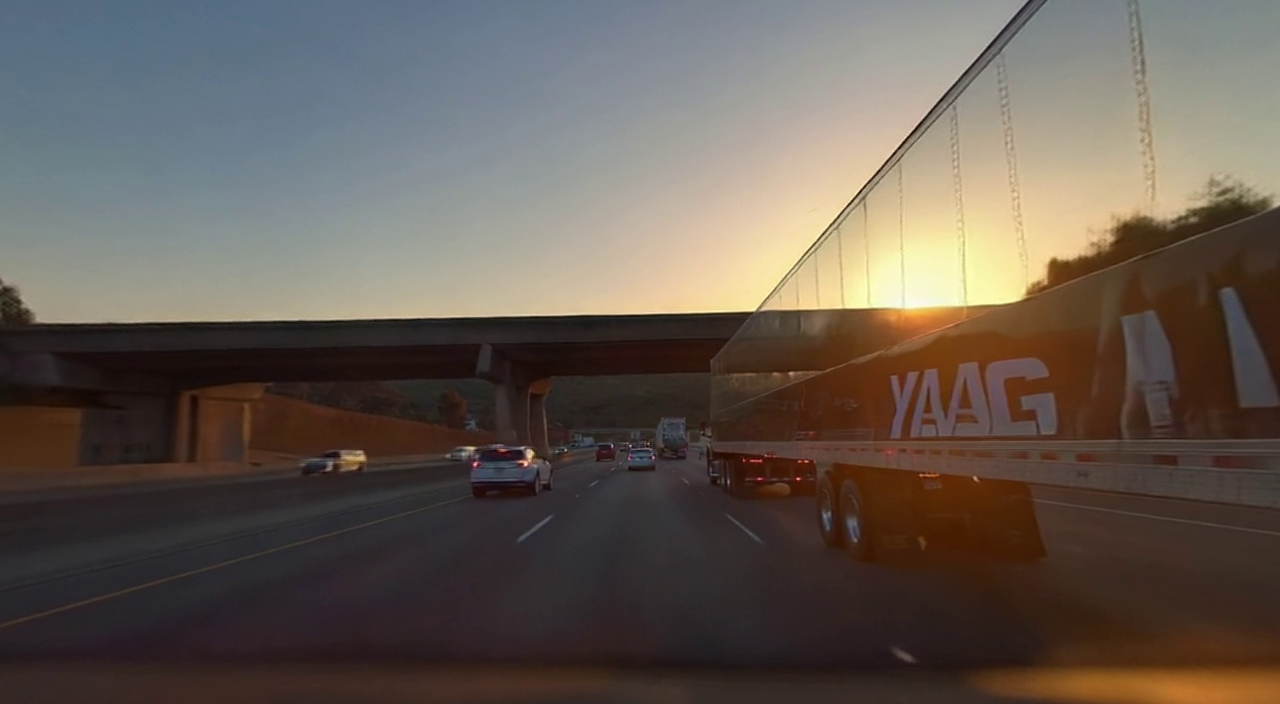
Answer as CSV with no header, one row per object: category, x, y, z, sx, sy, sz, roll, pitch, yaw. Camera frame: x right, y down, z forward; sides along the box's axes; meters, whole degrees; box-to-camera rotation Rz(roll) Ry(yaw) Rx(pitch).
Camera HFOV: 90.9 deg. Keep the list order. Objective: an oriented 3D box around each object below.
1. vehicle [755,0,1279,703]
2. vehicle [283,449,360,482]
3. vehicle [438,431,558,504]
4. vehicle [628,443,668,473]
vehicle,3.867,0.280,7.041,2.821,4.077,12.562,0,-9,0
vehicle,-19.080,6.787,38.069,2.101,1.782,4.793,0,-9,0
vehicle,-3.725,3.149,17.648,2.091,1.722,4.974,-1,-9,1
vehicle,0.404,5.707,34.215,2.063,1.469,4.208,0,-9,0
